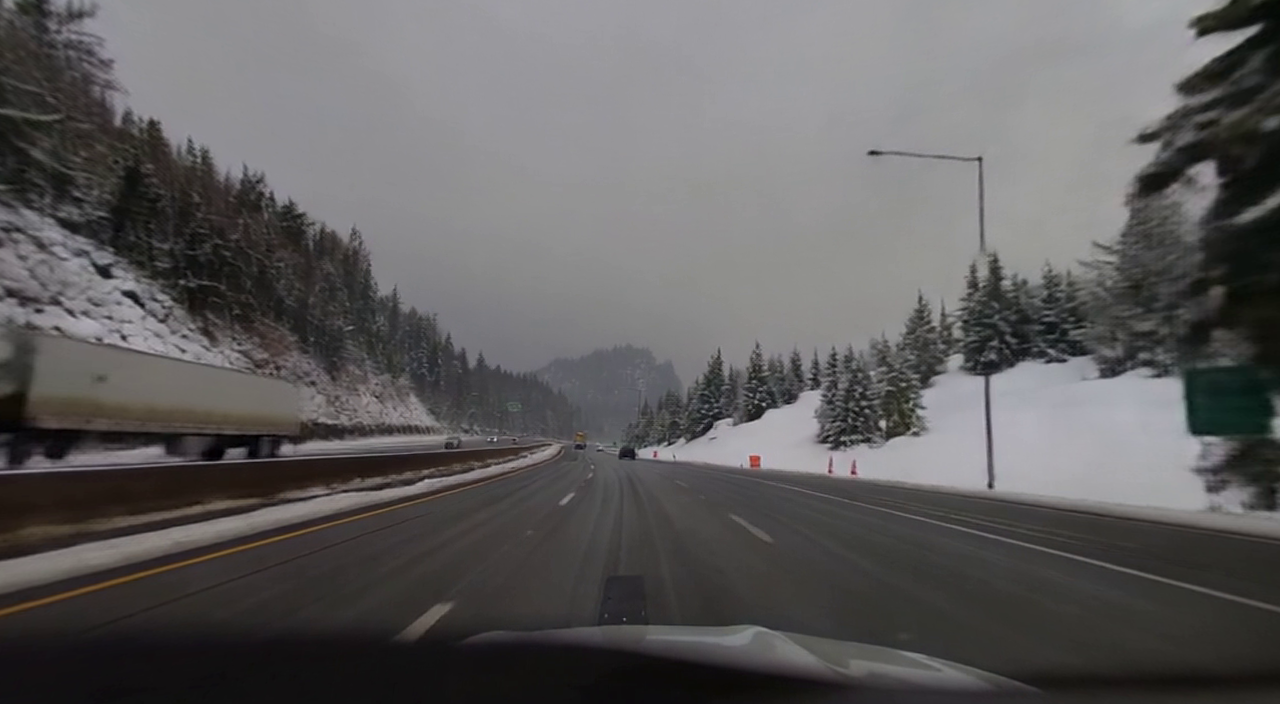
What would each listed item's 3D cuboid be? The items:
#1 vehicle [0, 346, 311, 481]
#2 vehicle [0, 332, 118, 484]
[{"bbox_3d":[-19.738,3.035,27.239,2.886,4.146,15.863,0,-9,-1],"label":"vehicle"},{"bbox_3d":[-19.477,1.511,17.305,3.015,4.224,8.233,0,-9,0],"label":"vehicle"}]
